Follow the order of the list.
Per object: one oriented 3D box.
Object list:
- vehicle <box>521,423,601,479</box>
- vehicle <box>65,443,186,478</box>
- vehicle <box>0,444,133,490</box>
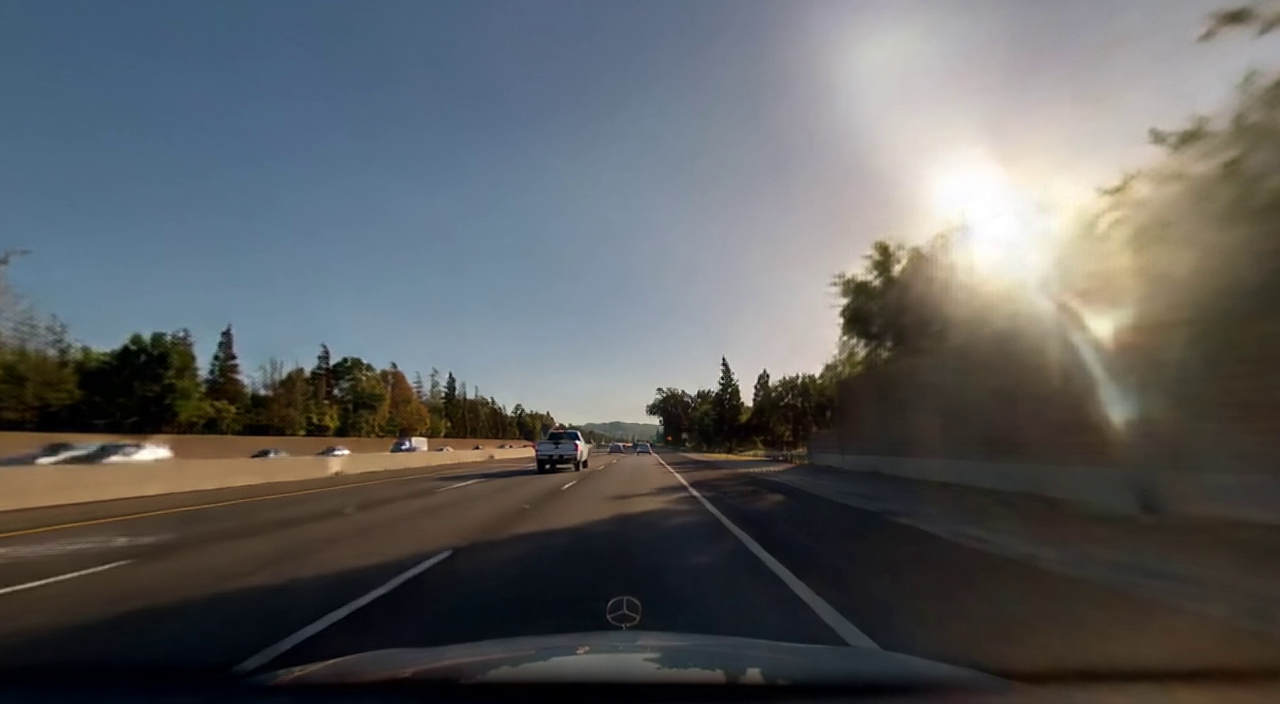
[{"bbox_3d":[-3.298,4.360,27.893,2.604,2.170,6.271,0,-8,1],"label":"vehicle"},{"bbox_3d":[-25.489,5.367,31.487,1.968,1.574,4.754,0,-8,0],"label":"vehicle"},{"bbox_3d":[-29.327,5.640,31.447,2.406,2.020,6.641,0,-8,1],"label":"vehicle"}]
